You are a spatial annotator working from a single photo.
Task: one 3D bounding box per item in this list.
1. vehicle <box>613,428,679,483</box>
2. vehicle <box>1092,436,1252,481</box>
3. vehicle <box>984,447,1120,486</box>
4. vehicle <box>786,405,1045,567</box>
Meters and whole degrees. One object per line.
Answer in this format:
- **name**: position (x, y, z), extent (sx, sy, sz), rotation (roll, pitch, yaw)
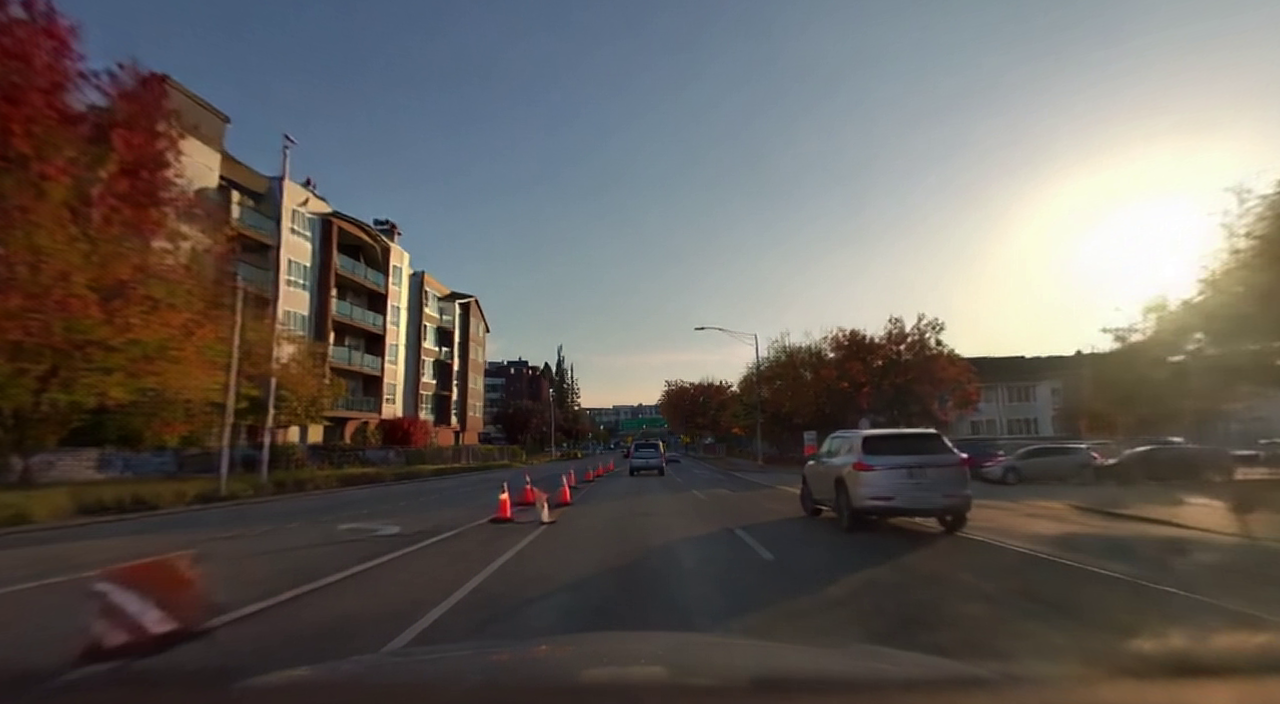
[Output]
- **vehicle**: position (0.364, 4.917, 30.101), extent (2.762, 2.309, 6.723), rotation (0, -9, 2)
- **vehicle**: position (21.987, 4.397, 26.130), extent (4.629, 1.756, 2.124), rotation (0, -9, 1)
- **vehicle**: position (16.847, 4.659, 25.753), extent (4.568, 1.478, 1.900), rotation (2, -9, -12)
- **vehicle**: position (3.801, 1.953, 10.053), extent (2.120, 1.828, 5.531), rotation (-1, -9, 6)
